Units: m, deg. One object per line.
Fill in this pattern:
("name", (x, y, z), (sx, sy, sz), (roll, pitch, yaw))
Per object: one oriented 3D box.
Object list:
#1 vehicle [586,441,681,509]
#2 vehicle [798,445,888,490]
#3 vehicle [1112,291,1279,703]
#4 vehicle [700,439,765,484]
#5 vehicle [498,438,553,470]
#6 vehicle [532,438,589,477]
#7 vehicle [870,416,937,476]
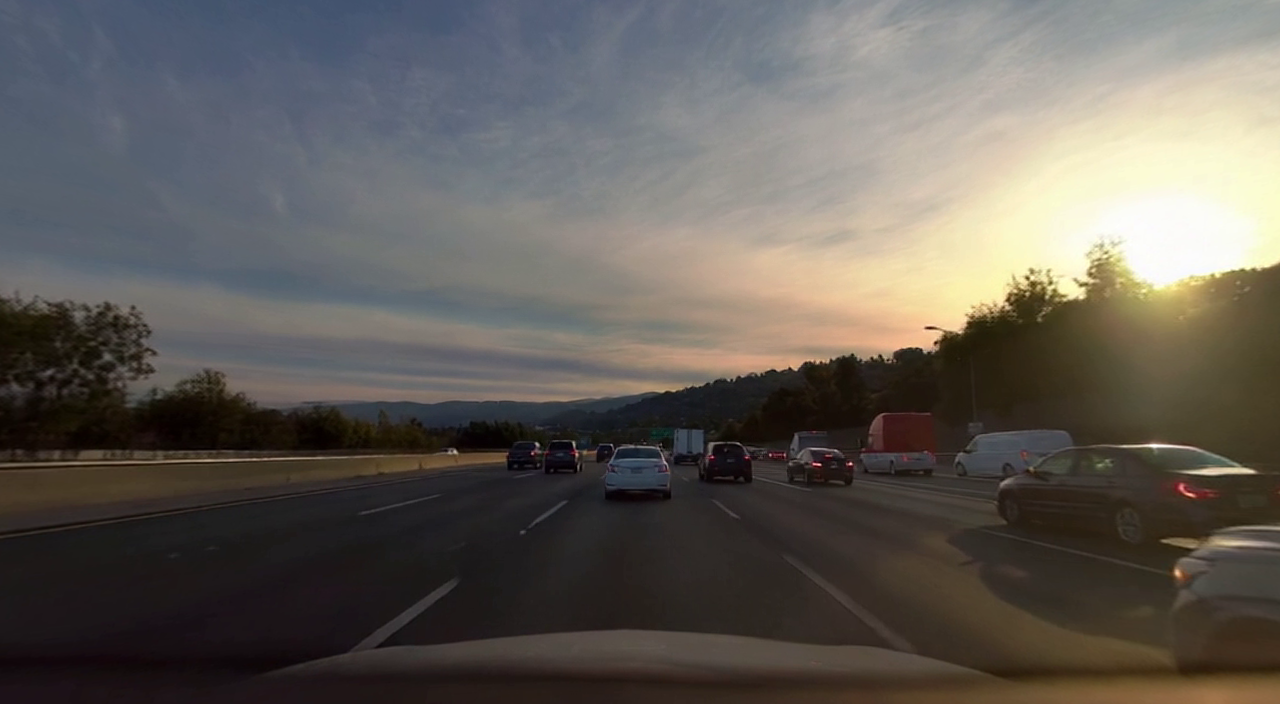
("vehicle", (-0.131, 3.081, 16.214), (2.132, 1.499, 4.038), (0, -9, 1))
("vehicle", (7.475, 4.274, 23.656), (1.942, 1.482, 4.250), (0, -9, 0))
("vehicle", (3.401, 0.470, 0.566), (2.215, 1.879, 4.845), (0, -9, 1))
("vehicle", (3.687, 4.462, 25.833), (2.053, 1.666, 4.106), (0, -9, 0))
("vehicle", (-7.681, 6.951, 42.974), (2.487, 1.986, 6.157), (0, -9, 1))
("vehicle", (-3.788, 5.165, 30.938), (2.079, 1.741, 4.436), (0, -9, 2))
("vehicle", (17.351, 6.204, 41.664), (2.777, 3.740, 3.338), (1, -9, -1))
